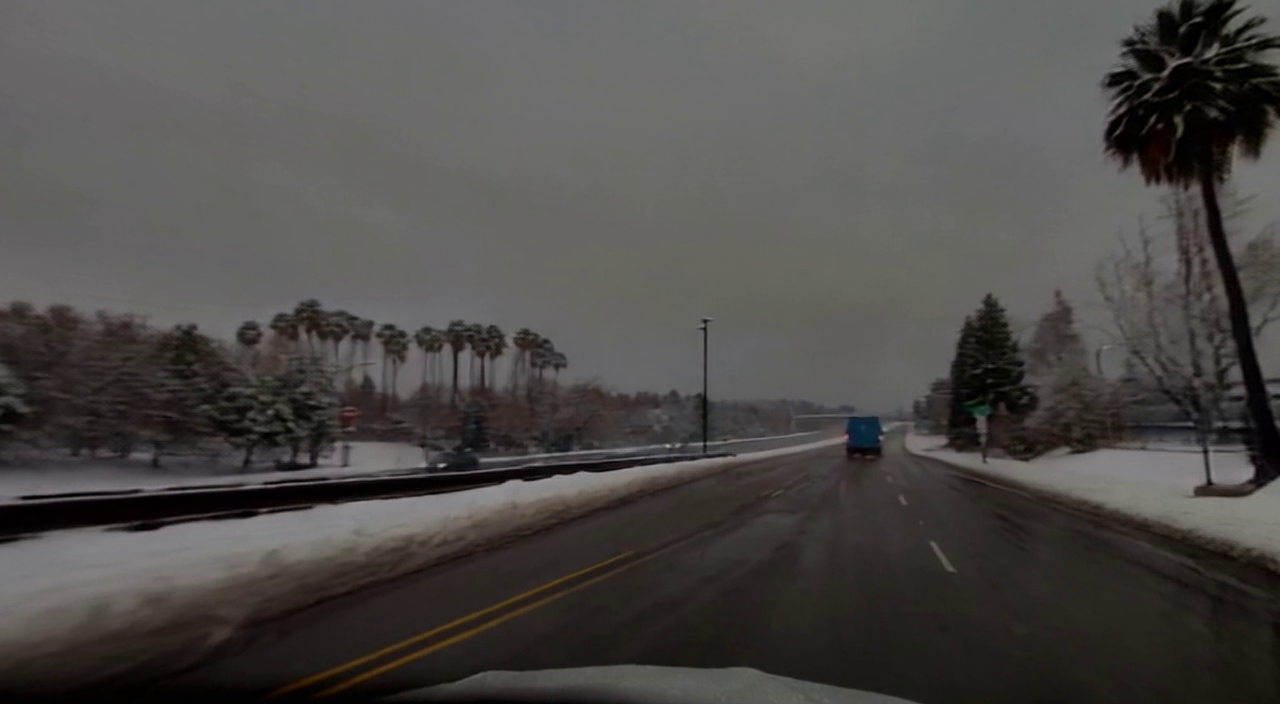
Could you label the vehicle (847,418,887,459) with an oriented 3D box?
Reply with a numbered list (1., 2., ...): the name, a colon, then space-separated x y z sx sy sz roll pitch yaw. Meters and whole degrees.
1. vehicle: 17.421 6.654 48.567 2.606 3.020 4.180 -3 -8 19
